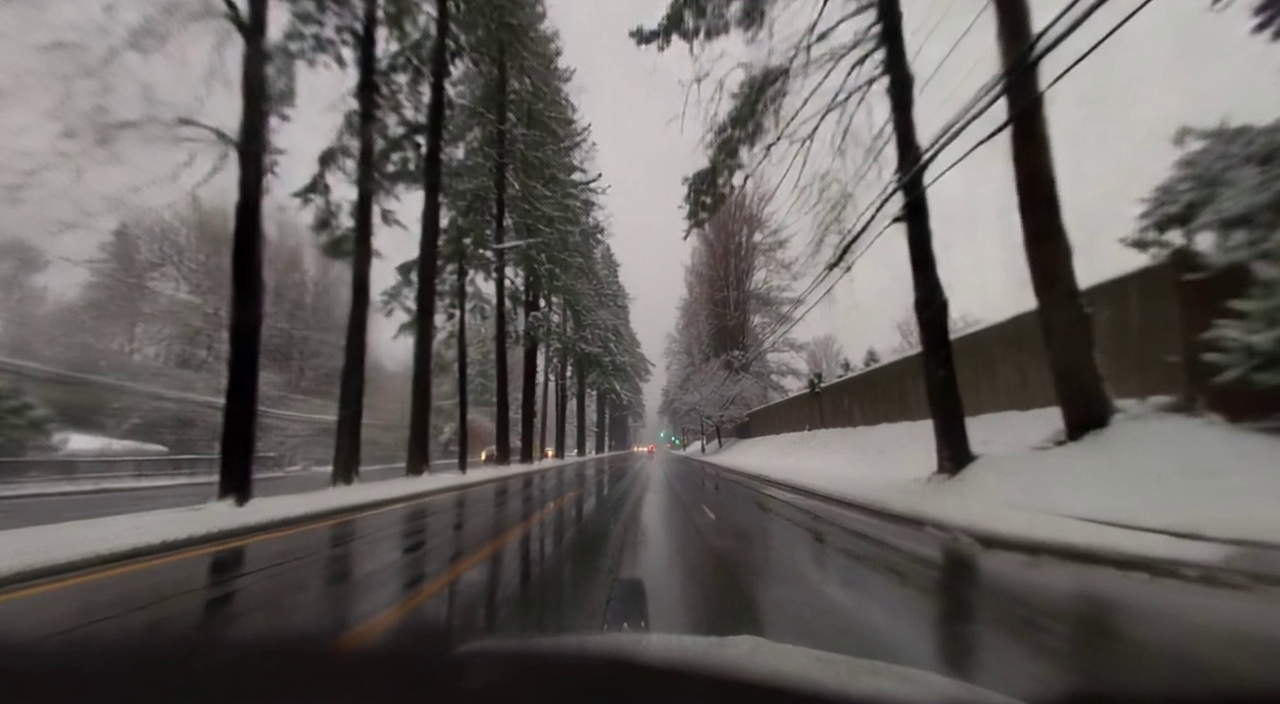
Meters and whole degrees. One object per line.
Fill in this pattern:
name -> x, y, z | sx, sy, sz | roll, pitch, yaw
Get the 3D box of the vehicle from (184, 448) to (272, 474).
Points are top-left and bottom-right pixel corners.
vehicle -> -25.950, 6.854, 39.832 | 4.188, 1.536, 1.845 | 0, -8, -3
